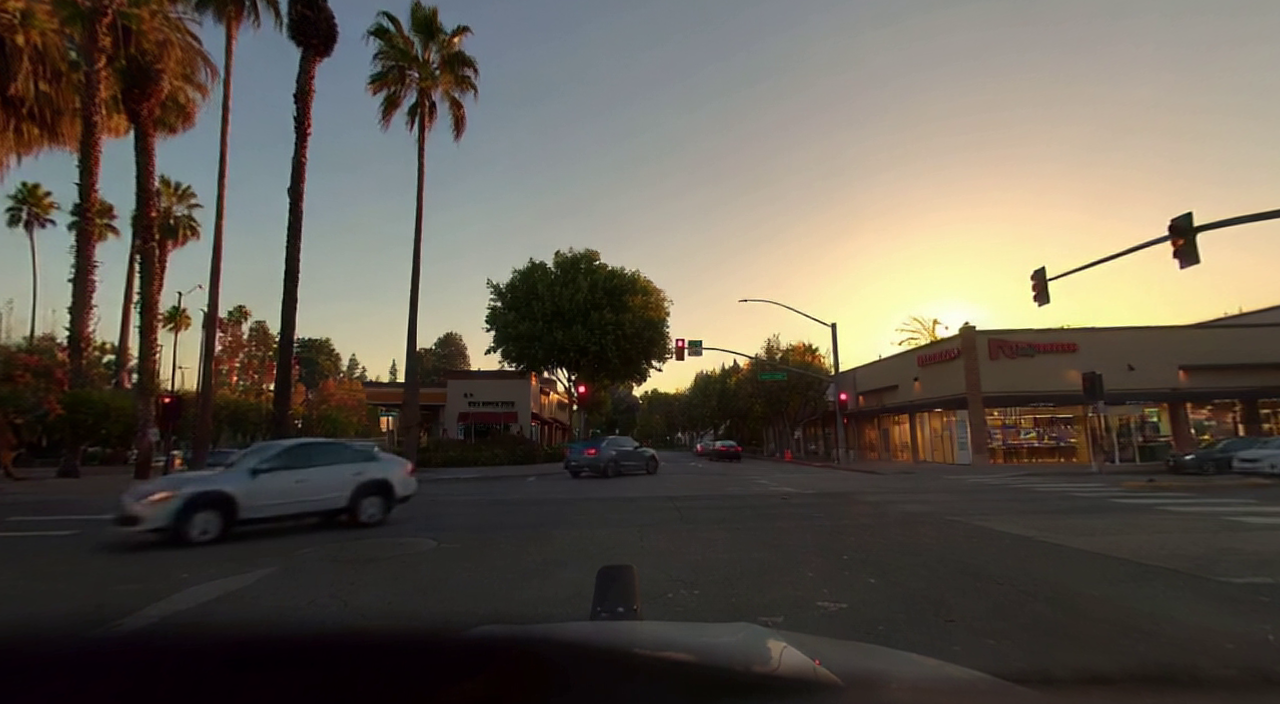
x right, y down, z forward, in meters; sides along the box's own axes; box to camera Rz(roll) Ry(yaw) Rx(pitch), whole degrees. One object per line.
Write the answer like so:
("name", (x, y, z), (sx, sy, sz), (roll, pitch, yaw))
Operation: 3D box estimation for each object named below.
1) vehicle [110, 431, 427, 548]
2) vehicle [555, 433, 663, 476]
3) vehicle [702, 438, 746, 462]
("vehicle", (-5.871, 2.121, 10.424), (1.828, 1.512, 4.035), (-6, -11, 37))
("vehicle", (-1.206, 4.303, 26.637), (1.999, 1.653, 4.603), (-7, -11, 39))
("vehicle", (5.734, 6.763, 43.420), (1.890, 1.572, 3.826), (2, -9, -11))
